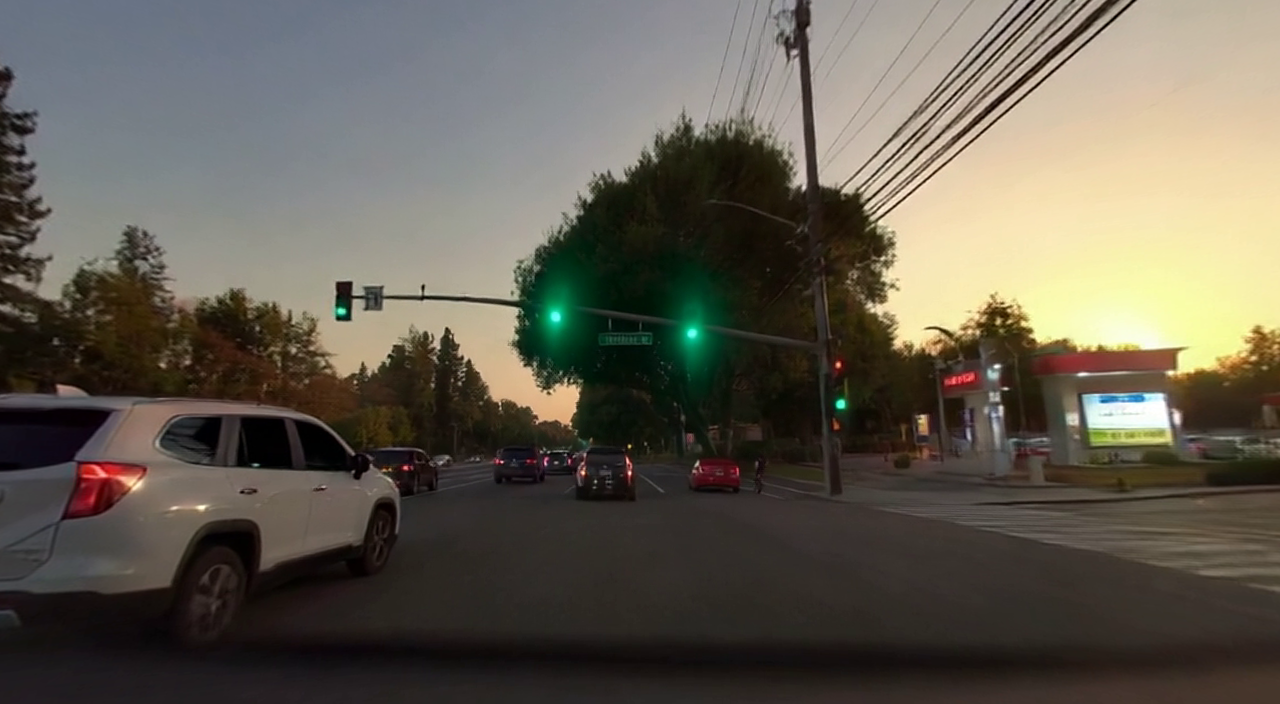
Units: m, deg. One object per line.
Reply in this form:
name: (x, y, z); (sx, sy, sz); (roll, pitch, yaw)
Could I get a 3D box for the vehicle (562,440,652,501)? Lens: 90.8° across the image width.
vehicle: (-0.809, 3.191, 17.412); (2.189, 1.437, 4.135); (0, -9, 0)

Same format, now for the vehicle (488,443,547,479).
vehicle: (-7.027, 6.336, 36.929); (2.385, 1.918, 5.056); (0, -9, 0)

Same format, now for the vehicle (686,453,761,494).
vehicle: (2.930, 4.375, 23.127); (2.065, 1.302, 4.416); (0, -9, -1)

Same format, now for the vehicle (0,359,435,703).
vehicle: (-3.422, 1.191, 5.261); (1.922, 1.642, 4.547); (0, -9, -1)
